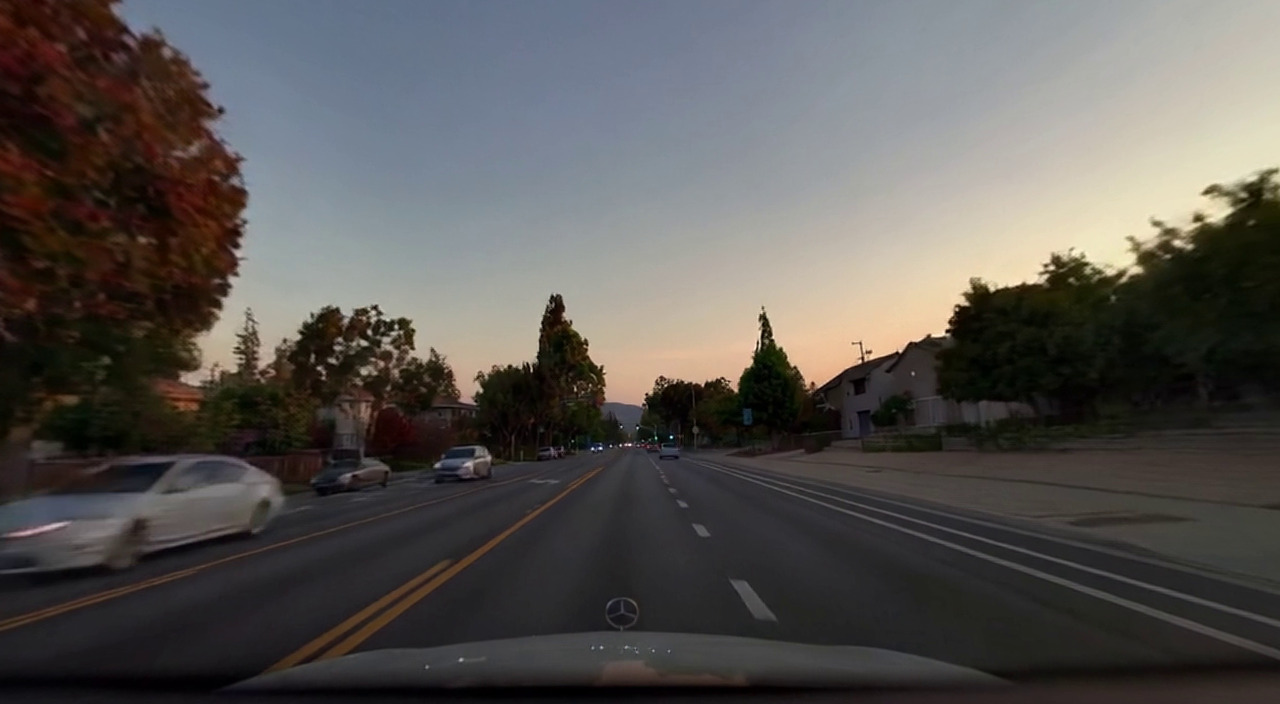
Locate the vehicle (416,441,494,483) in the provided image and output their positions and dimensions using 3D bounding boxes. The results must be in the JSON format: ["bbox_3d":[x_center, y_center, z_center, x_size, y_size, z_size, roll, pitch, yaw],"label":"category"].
[{"bbox_3d":[-8.175,4.900,28.431,2.053,1.713,4.618,0,-9,0],"label":"vehicle"}]

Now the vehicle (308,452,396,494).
[{"bbox_3d":[-12.424,5.224,27.592,1.969,1.613,4.129,-2,-9,-1],"label":"vehicle"}]

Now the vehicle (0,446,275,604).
[{"bbox_3d":[-7.172,2.006,8.315,2.004,1.508,4.525,0,-9,0],"label":"vehicle"}]
